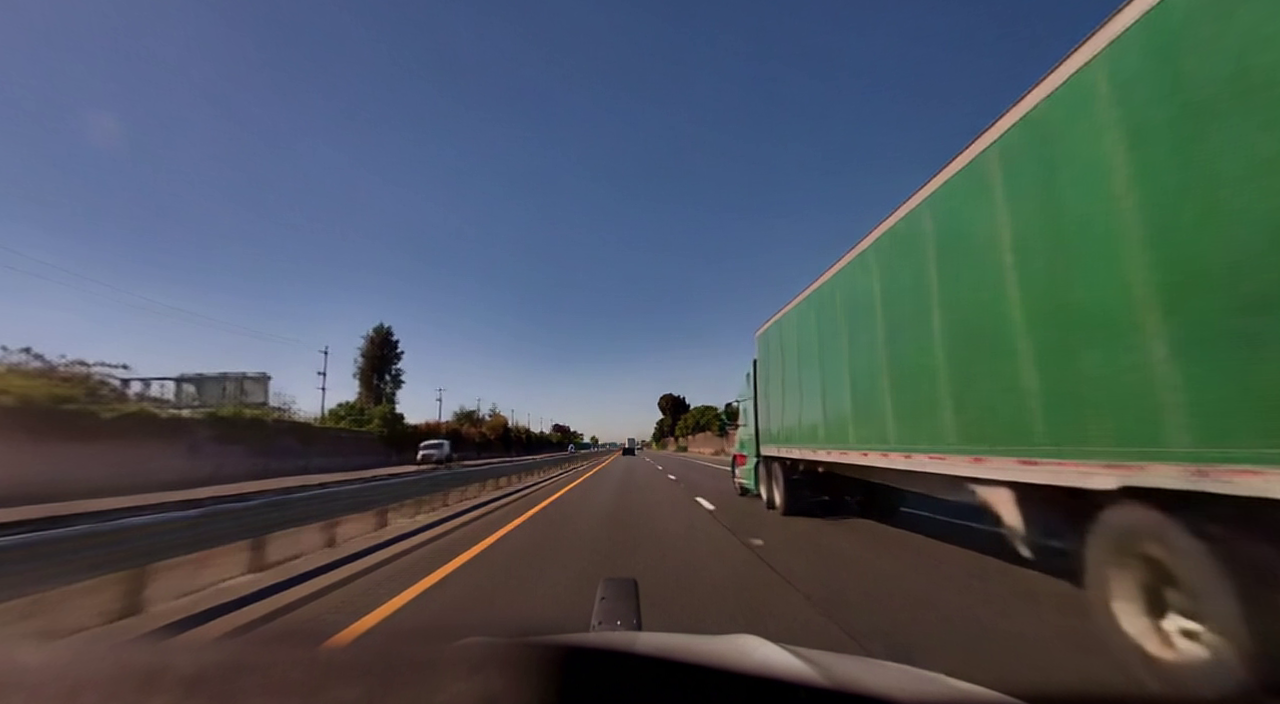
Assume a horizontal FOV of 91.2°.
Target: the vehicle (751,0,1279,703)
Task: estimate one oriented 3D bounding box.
[{"bbox_3d":[4.064,0.305,7.075,2.922,3.905,14.151,0,-9,0],"label":"vehicle"}]
